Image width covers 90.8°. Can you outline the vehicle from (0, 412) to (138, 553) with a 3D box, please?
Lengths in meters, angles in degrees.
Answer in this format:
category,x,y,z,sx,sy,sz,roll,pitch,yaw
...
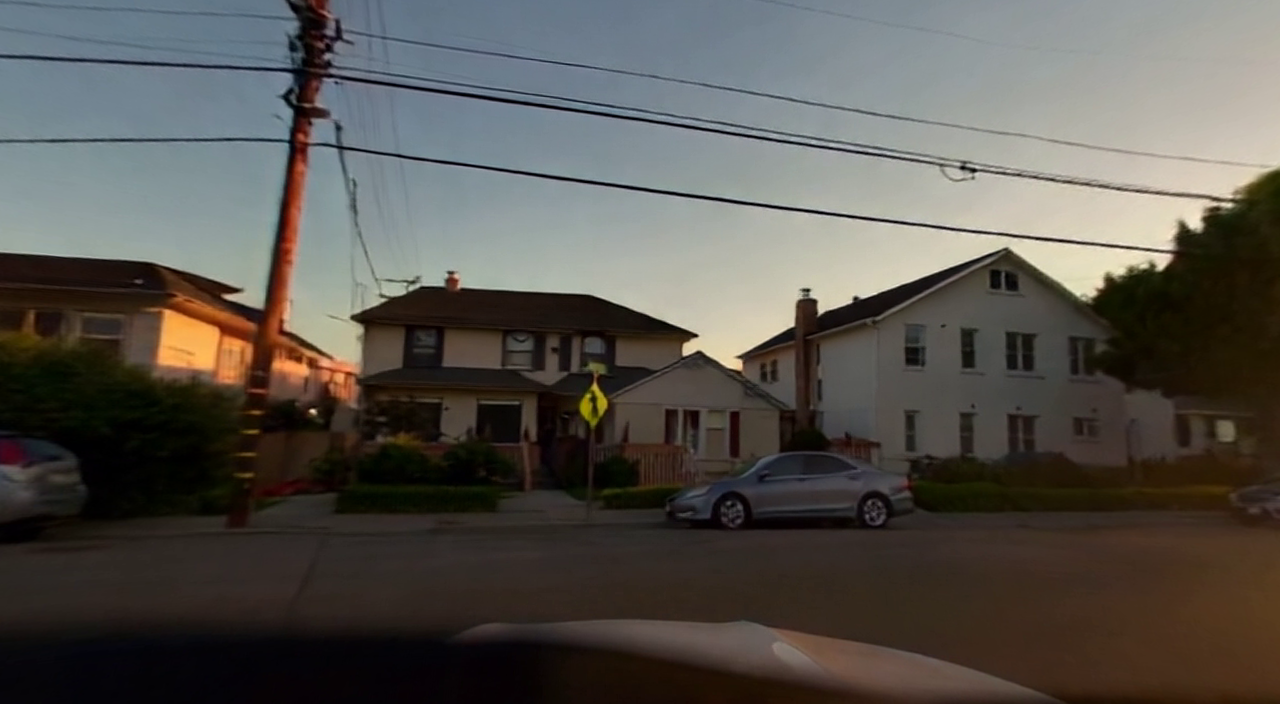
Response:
category,x,y,z,sx,sy,sz,roll,pitch,yaw
vehicle,-10.123,1.714,8.373,4.943,1.731,1.877,2,-10,-14

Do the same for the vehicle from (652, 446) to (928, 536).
category,x,y,z,sx,sy,sz,roll,pitch,yaw
vehicle,2.606,2.446,11.387,4.469,1.391,1.746,2,-11,-13

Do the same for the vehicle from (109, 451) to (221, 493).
category,x,y,z,sx,sy,sz,roll,pitch,yaw
vehicle,-17.970,4.530,24.160,1.847,1.418,3.946,2,-10,-12
